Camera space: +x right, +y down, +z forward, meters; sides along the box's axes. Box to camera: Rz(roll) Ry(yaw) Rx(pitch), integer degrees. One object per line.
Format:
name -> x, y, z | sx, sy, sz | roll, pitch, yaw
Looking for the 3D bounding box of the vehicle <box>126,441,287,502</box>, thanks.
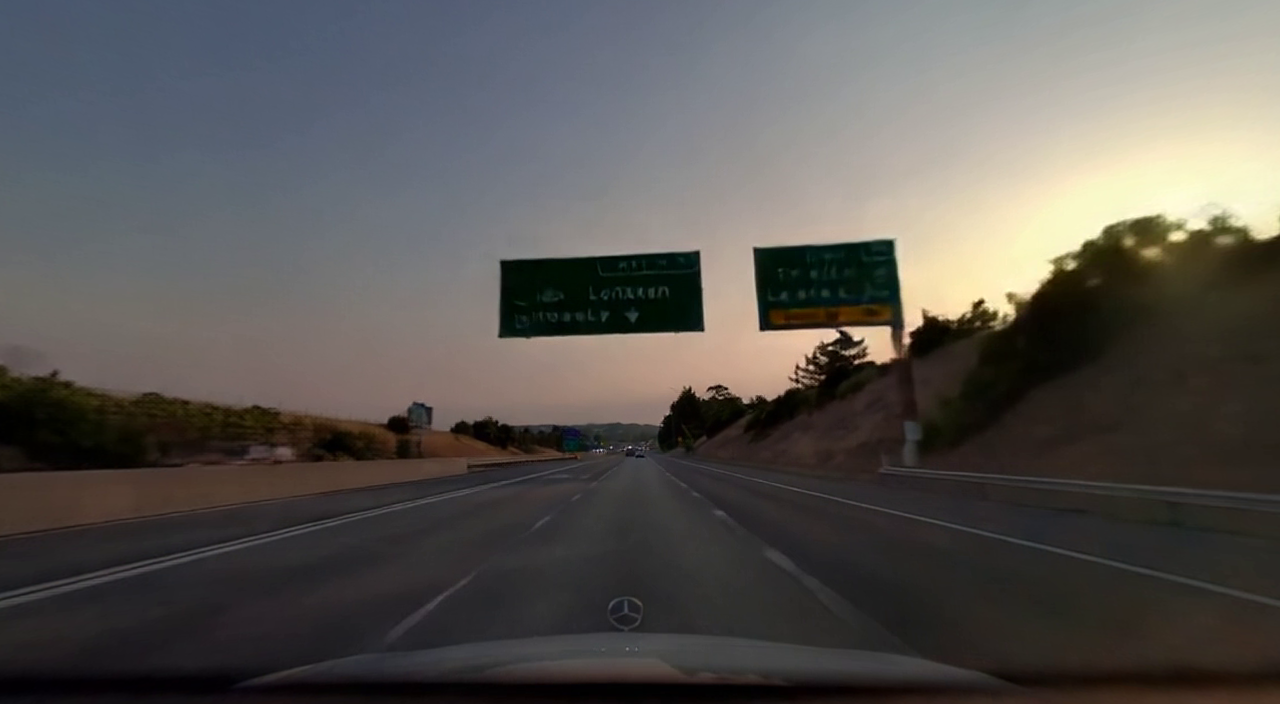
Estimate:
vehicle -> -14.470, 3.986, 21.455 | 2.065, 1.832, 4.651 | 0, -9, 1
